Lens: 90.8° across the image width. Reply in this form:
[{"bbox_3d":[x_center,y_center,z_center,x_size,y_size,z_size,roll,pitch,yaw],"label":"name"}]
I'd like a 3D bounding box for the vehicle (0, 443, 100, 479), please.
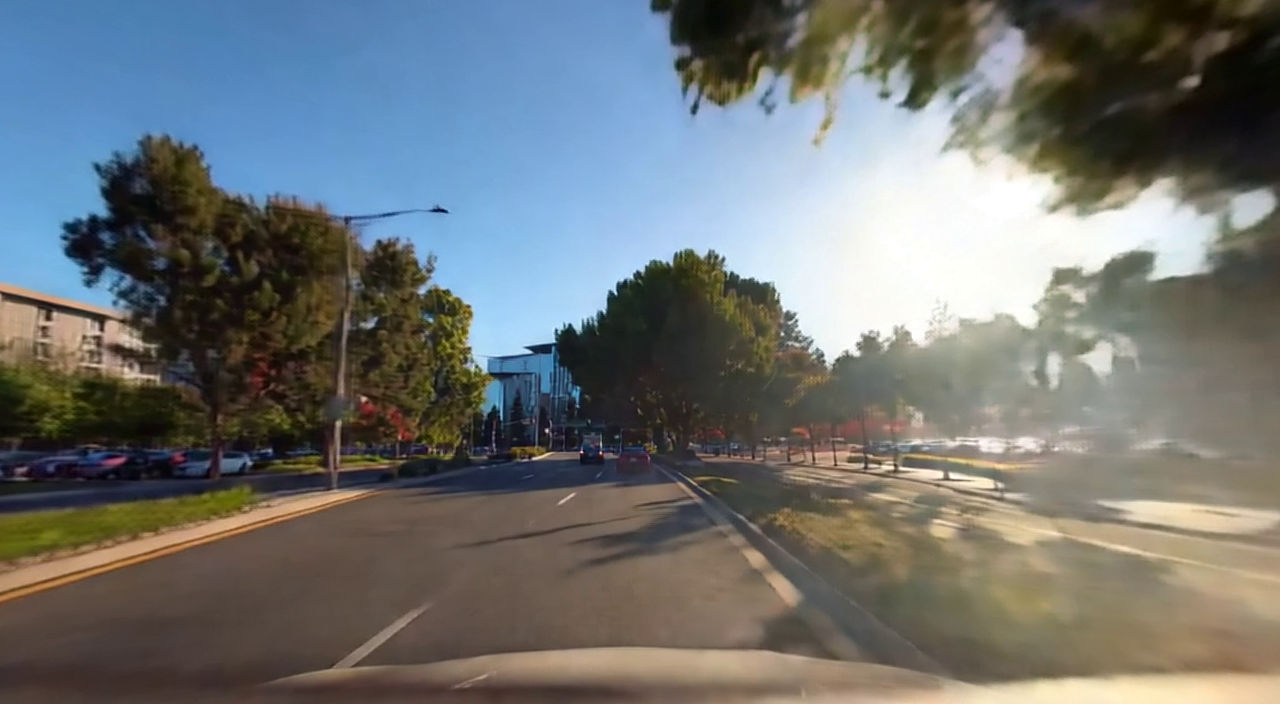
[{"bbox_3d":[-35.305,6.406,37.140,2.181,1.913,5.591,-1,-9,0],"label":"vehicle"}]

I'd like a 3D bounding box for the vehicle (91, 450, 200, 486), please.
[{"bbox_3d":[-26.853,6.263,34.576,1.992,1.798,4.987,0,-9,-1],"label":"vehicle"}]

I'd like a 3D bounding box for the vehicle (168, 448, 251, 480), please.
[{"bbox_3d":[-27.138,7.044,40.043,1.978,1.835,4.932,0,-9,-3],"label":"vehicle"}]

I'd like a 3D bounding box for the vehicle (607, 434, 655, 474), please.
[{"bbox_3d":[-0.429,5.202,32.258,2.260,1.872,4.578,0,-9,0],"label":"vehicle"}]
